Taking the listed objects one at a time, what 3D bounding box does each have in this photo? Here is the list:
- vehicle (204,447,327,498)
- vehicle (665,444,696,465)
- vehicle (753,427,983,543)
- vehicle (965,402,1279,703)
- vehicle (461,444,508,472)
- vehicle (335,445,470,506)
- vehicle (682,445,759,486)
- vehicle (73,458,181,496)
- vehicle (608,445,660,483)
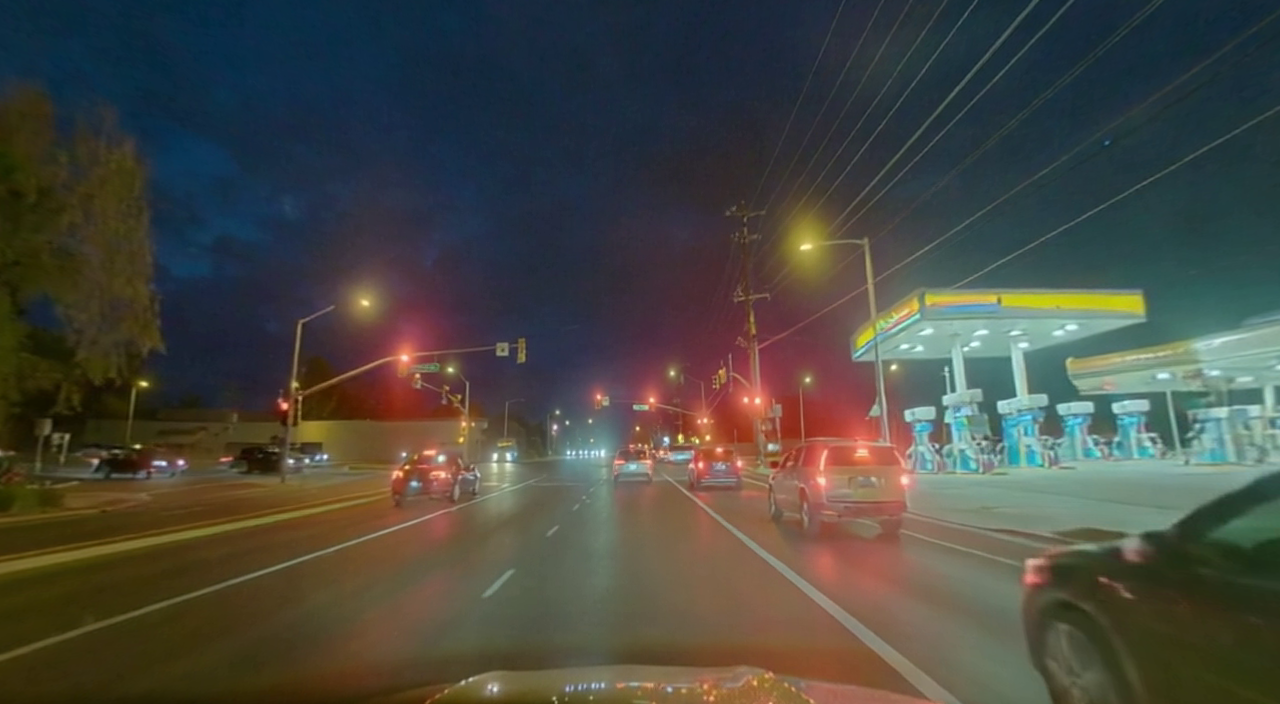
[{"bbox_3d":[-14.328,4.590,24.568,1.937,1.745,4.540,0,-9,1],"label":"vehicle"},{"bbox_3d":[2.991,7.653,47.472,1.971,1.477,4.121,0,-9,-2],"label":"vehicle"},{"bbox_3d":[3.807,2.323,11.737,2.452,1.682,4.565,0,-9,-2],"label":"vehicle"},{"bbox_3d":[2.933,0.815,1.436,1.945,1.470,4.363,0,-9,-2],"label":"vehicle"},{"bbox_3d":[-10.907,7.444,44.689,2.139,1.836,4.843,0,-9,0],"label":"vehicle"},{"bbox_3d":[-6.366,3.333,17.533,2.075,1.470,4.190,0,-9,1],"label":"vehicle"},{"bbox_3d":[3.065,4.446,25.073,2.208,1.436,4.542,0,-9,-3],"label":"vehicle"},{"bbox_3d":[-24.978,6.031,30.748,4.989,1.567,2.075,-3,-10,27],"label":"vehicle"},{"bbox_3d":[-0.299,4.743,27.140,2.065,1.484,3.894,0,-9,-1],"label":"vehicle"}]
